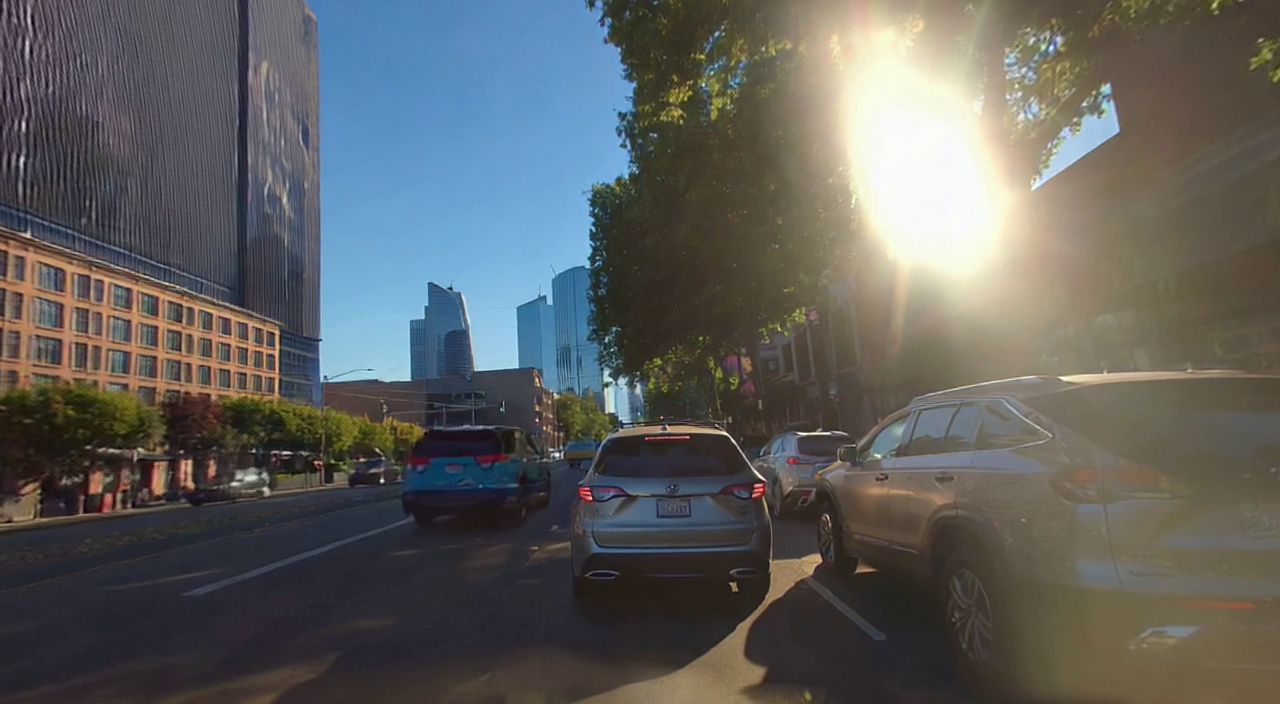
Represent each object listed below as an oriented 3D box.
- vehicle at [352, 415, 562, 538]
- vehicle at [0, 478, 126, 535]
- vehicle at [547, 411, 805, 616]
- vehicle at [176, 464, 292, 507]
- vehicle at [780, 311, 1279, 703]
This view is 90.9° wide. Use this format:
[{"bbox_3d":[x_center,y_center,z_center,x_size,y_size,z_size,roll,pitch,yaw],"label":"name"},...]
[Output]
[{"bbox_3d":[-3.135,2.315,12.451,2.375,1.847,5.606,0,-9,1],"label":"vehicle"},{"bbox_3d":[-22.641,5.780,24.046,1.975,1.698,4.715,0,-9,2],"label":"vehicle"},{"bbox_3d":[0.232,1.554,6.872,2.045,1.608,3.573,0,-9,-2],"label":"vehicle"},{"bbox_3d":[-19.366,6.353,30.407,2.274,1.708,4.863,0,-9,1],"label":"vehicle"},{"bbox_3d":[2.745,1.109,4.904,2.117,1.855,4.794,0,-9,-1],"label":"vehicle"}]
